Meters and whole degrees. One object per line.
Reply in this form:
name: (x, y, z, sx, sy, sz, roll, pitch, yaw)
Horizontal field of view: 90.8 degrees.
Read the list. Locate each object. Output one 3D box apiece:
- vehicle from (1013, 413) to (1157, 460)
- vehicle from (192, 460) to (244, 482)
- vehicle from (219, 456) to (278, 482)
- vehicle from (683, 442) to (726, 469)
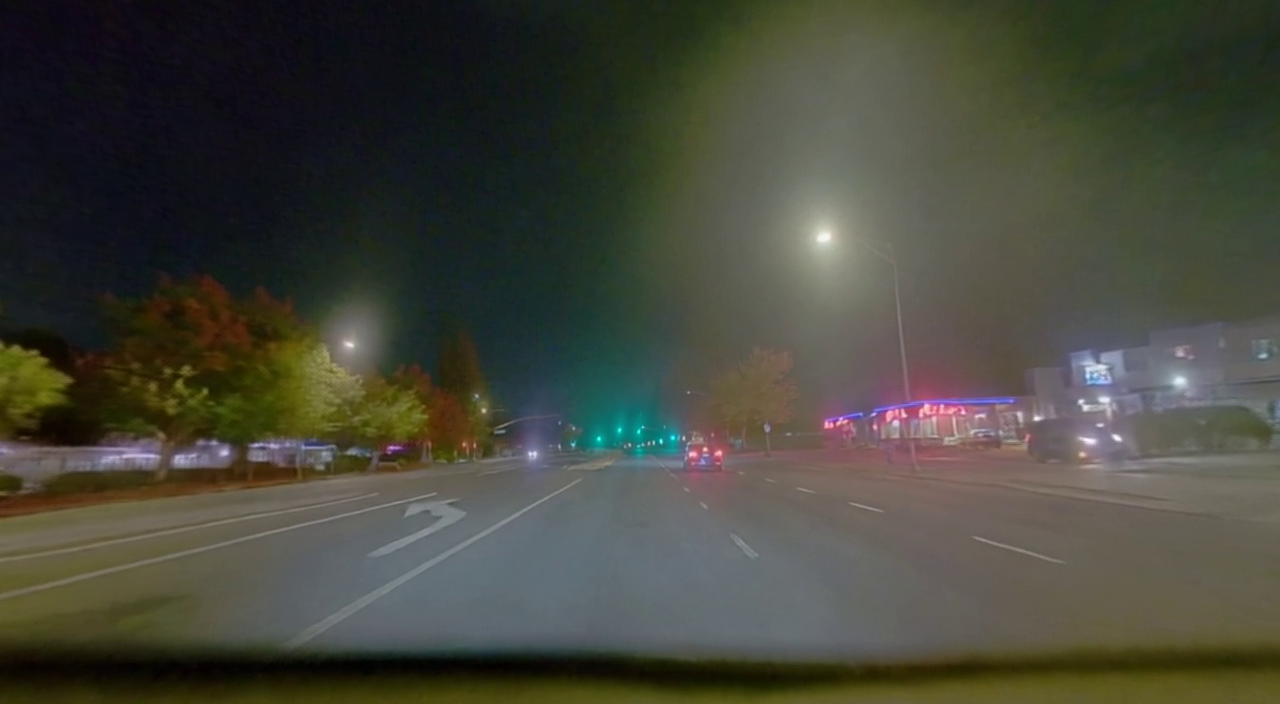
vehicle: (19.827, 3.859, 28.618, 2.247, 1.917, 5.791, 0, -8, 0)
vehicle: (-31.698, 8.956, 47.554, 1.738, 1.466, 3.540, 1, -8, -5)
vehicle: (-28.973, 8.638, 46.898, 1.943, 1.647, 4.077, -3, -9, -2)
vehicle: (3.587, 5.811, 35.808, 1.929, 1.411, 4.284, 0, -8, -1)
